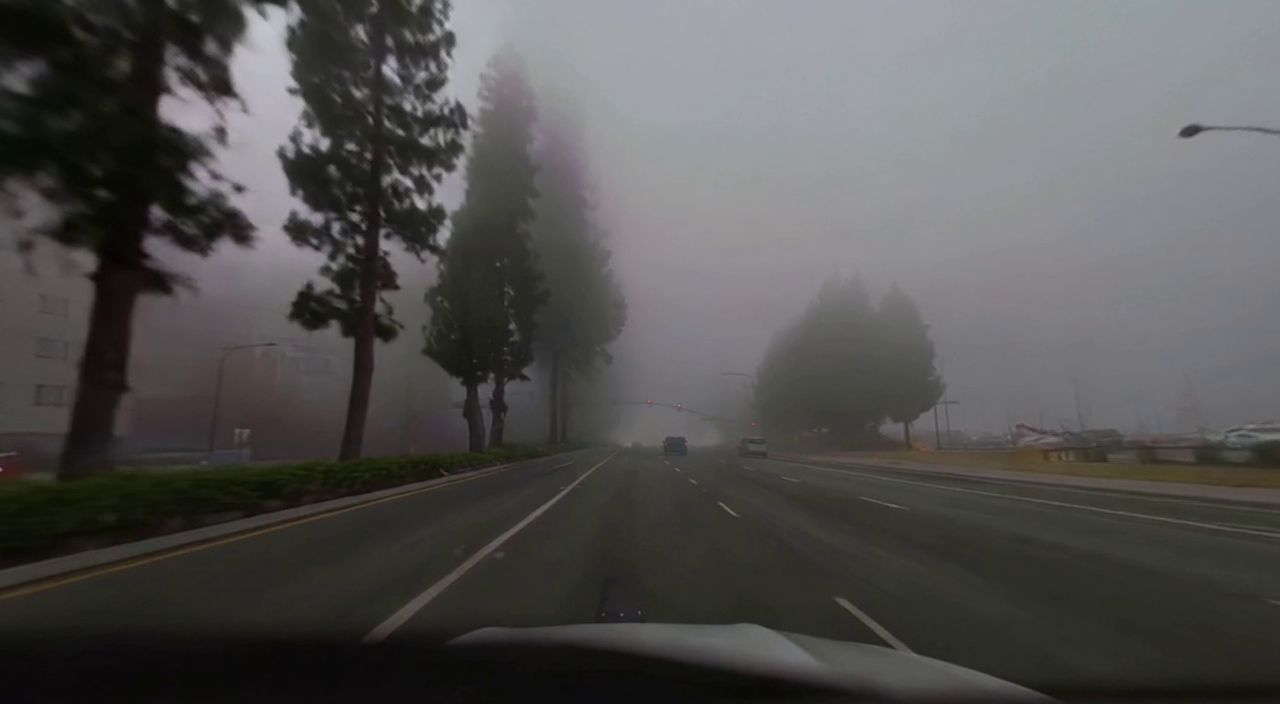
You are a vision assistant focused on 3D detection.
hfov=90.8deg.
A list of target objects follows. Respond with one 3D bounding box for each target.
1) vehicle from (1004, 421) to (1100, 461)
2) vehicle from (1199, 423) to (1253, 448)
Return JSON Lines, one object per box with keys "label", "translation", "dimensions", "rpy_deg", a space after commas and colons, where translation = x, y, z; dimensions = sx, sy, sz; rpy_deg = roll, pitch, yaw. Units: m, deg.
{"label": "vehicle", "translation": [20.508, 4.406, 31.771], "dimensions": [2.222, 1.742, 5.231], "rpy_deg": [0, -7, 12]}
{"label": "vehicle", "translation": [41.194, 5.893, 44.494], "dimensions": [2.265, 1.646, 4.432], "rpy_deg": [-6, -10, 37]}
